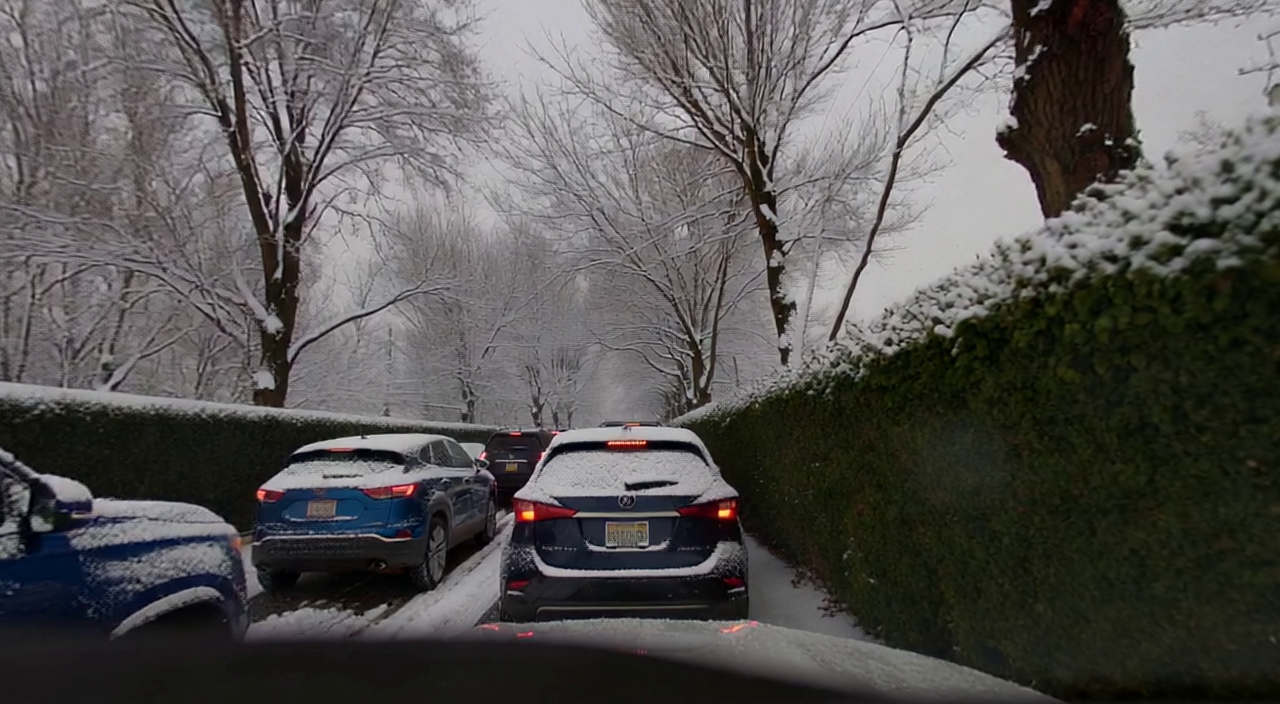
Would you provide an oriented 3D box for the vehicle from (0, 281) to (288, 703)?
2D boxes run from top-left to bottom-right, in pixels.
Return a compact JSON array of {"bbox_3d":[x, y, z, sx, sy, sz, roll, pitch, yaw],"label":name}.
[{"bbox_3d":[-3.280,0.674,1.266,2.205,1.913,5.327,-6,-8,-2],"label":"vehicle"}]

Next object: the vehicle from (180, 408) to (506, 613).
[{"bbox_3d":[-3.392,1.851,8.310,2.256,1.728,4.421,-6,-8,-2],"label":"vehicle"}]

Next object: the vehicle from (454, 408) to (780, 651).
[{"bbox_3d":[-0.169,1.493,6.234,2.154,1.581,4.007,0,-9,0],"label":"vehicle"}]
